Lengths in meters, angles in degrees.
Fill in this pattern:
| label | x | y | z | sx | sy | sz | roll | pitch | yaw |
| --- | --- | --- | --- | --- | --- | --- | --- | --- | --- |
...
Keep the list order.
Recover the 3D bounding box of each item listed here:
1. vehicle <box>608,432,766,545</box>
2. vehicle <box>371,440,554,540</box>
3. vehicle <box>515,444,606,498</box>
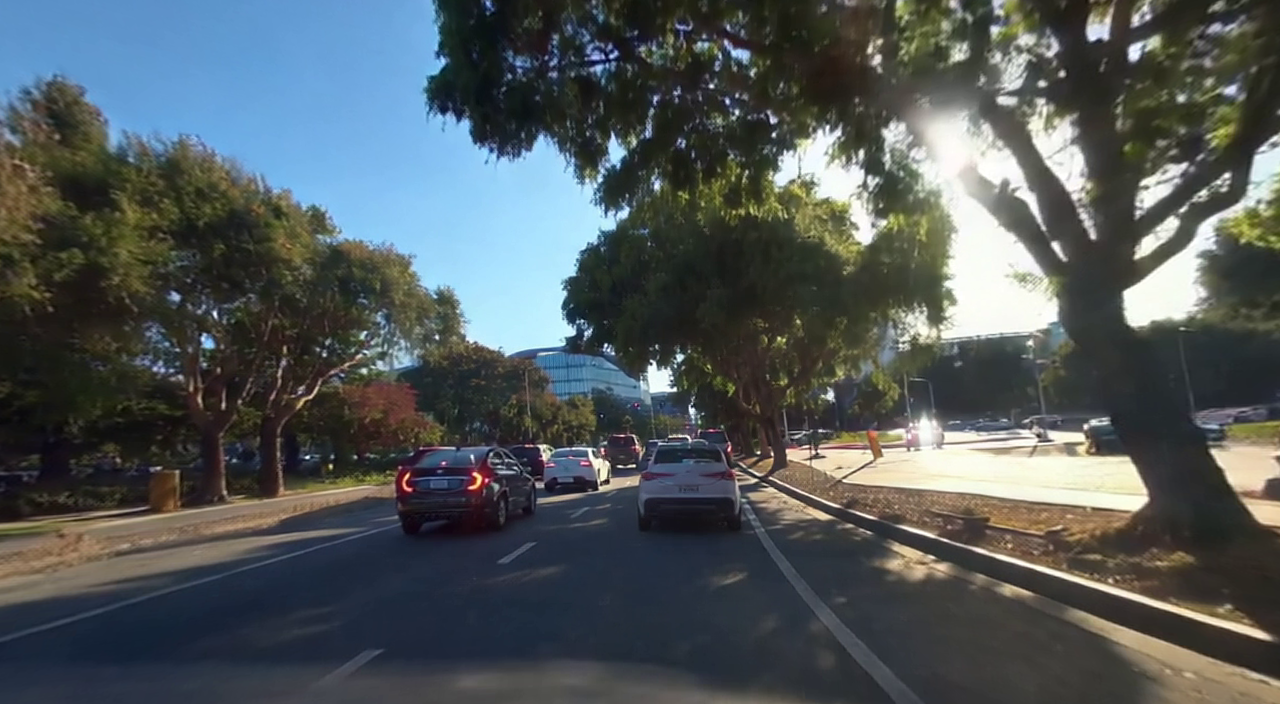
| label | x | y | z | sx | sy | sz | roll | pitch | yaw |
| --- | --- | --- | --- | --- | --- | --- | --- | --- | --- |
| vehicle | 0.687 | 2.190 | 10.736 | 2.142 | 1.528 | 4.133 | 0 | -9 | 1 |
| vehicle | -3.028 | 2.445 | 11.847 | 1.940 | 1.502 | 4.241 | -1 | -9 | 4 |
| vehicle | -2.332 | 3.639 | 19.692 | 1.870 | 1.490 | 4.187 | -1 | -9 | 6 |
